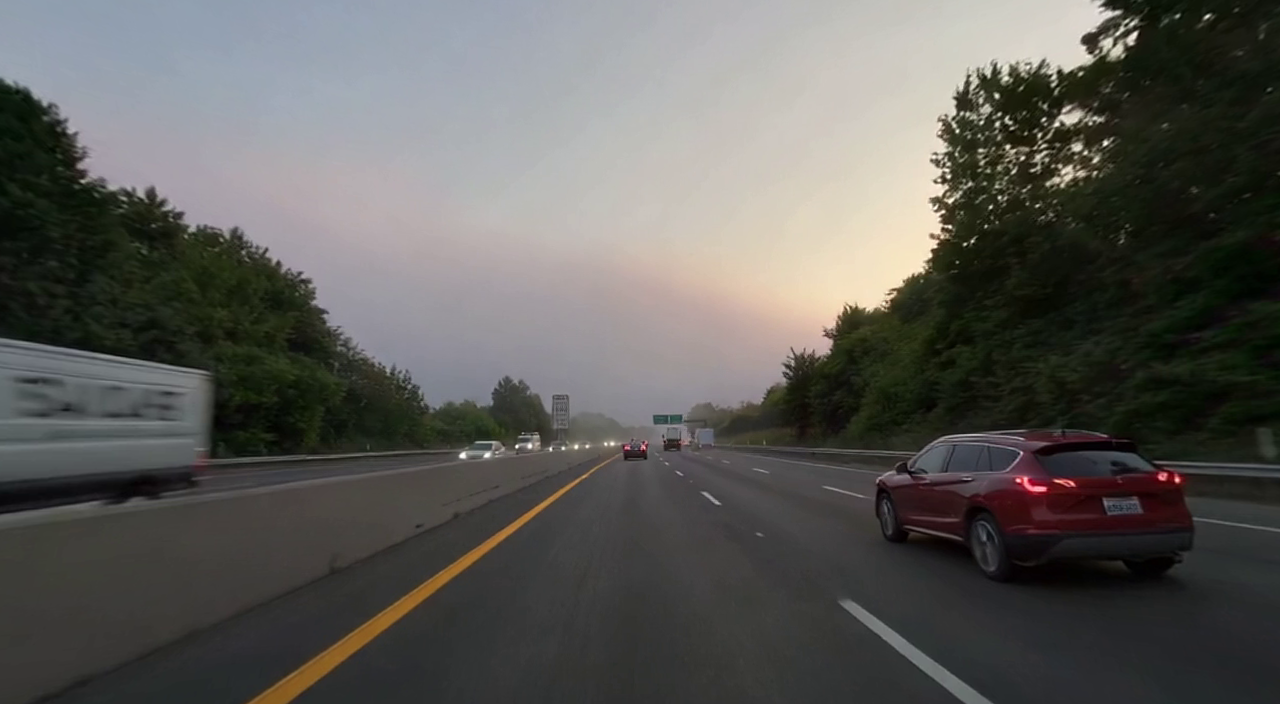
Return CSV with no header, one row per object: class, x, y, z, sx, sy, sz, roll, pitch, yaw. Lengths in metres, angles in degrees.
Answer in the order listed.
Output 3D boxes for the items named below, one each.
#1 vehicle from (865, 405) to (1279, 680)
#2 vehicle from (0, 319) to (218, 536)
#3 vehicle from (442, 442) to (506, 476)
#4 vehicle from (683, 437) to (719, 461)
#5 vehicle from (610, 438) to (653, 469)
vehicle,3.995,1.370,5.904,1.961,1.495,4.743,0,-8,-1
vehicle,-11.675,1.387,11.389,2.726,3.457,7.709,0,-8,0
vehicle,-7.750,5.016,29.903,1.897,1.451,4.137,0,-8,0
vehicle,4.224,6.713,43.928,1.995,1.556,3.893,0,-8,-2
vehicle,-0.458,5.211,32.780,2.055,1.466,4.317,0,-8,-1
